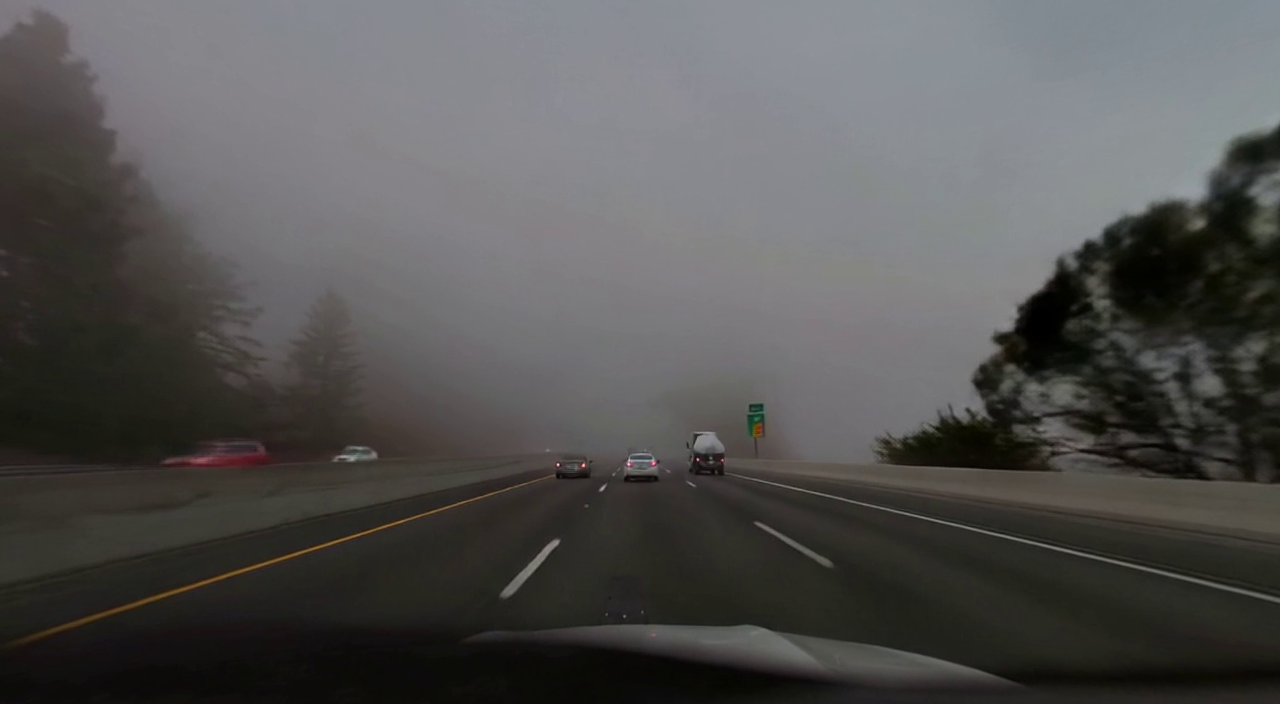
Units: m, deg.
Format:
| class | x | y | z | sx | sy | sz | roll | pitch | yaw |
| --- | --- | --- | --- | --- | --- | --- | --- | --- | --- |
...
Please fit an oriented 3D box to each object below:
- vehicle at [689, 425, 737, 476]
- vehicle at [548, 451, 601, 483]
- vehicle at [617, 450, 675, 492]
| class | x | y | z | sx | sy | sz | roll | pitch | yaw |
| --- | --- | --- | --- | --- | --- | --- | --- | --- | --- |
| vehicle | 4.890 | 6.499 | 41.251 | 2.650 | 2.978 | 6.937 | -2 | -10 | 10 |
| vehicle | -3.121 | 5.592 | 30.892 | 2.105 | 1.467 | 4.099 | 0 | -9 | 1 |
| vehicle | 0.186 | 4.663 | 25.050 | 2.089 | 1.516 | 4.191 | 0 | -9 | -1 |
